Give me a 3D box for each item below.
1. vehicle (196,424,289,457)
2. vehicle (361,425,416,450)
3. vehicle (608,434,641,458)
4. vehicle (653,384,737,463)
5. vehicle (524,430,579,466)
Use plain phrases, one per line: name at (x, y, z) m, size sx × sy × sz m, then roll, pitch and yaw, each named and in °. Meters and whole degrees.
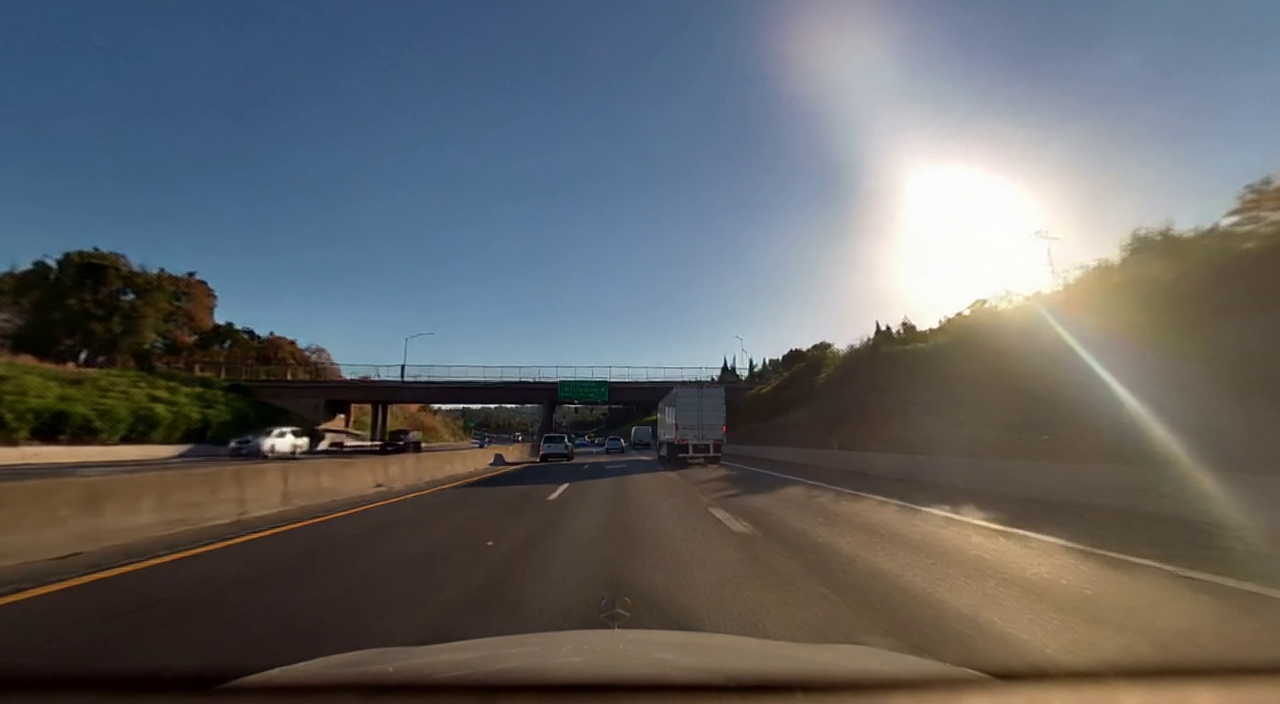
vehicle at (-20.652, 4.650, 32.986) m, size 2.036 × 1.558 × 4.580 m, roll 0°, pitch -8°, yaw -3°
vehicle at (-17.268, 5.920, 43.433) m, size 1.994 × 1.613 × 4.783 m, roll 0°, pitch -8°, yaw -2°
vehicle at (-1.109, 6.445, 43.114) m, size 2.125 × 1.542 × 3.816 m, roll 0°, pitch -8°, yaw -3°
vehicle at (2.972, 4.629, 39.261) m, size 3.301 × 4.034 × 13.722 m, roll 0°, pitch -8°, yaw -3°
vehicle at (-4.535, 5.000, 32.905) m, size 2.377 × 1.747 × 4.703 m, roll 0°, pitch -8°, yaw -2°
